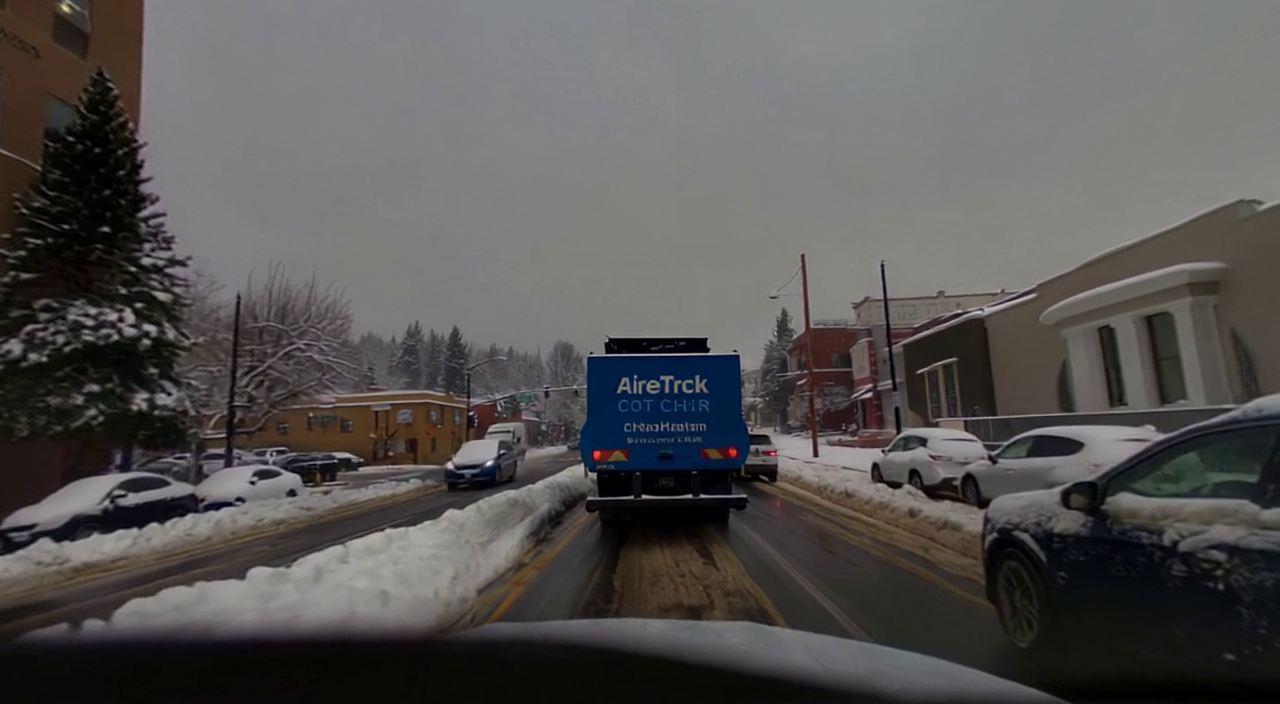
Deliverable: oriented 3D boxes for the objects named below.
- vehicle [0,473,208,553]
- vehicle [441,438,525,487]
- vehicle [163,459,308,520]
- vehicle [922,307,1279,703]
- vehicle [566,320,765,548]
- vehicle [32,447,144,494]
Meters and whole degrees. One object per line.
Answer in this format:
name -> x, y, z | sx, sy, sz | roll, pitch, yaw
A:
vehicle -> -13.492, 3.944, 15.960 | 1.901, 1.508, 4.405 | 0, -8, -1
vehicle -> -5.952, 4.216, 24.371 | 2.046, 1.711, 4.320 | 0, -8, 1
vehicle -> -13.374, 4.527, 21.131 | 1.943, 1.682, 4.365 | 0, -8, 0
vehicle -> 3.384, 0.828, 2.893 | 2.104, 1.786, 4.498 | 0, -8, 1
vehicle -> 0.222, 1.479, 11.209 | 2.517, 2.926, 6.177 | 0, -8, -2
vehicle -> -27.939, 5.977, 31.816 | 3.961, 1.764, 1.952 | -6, -5, 2
